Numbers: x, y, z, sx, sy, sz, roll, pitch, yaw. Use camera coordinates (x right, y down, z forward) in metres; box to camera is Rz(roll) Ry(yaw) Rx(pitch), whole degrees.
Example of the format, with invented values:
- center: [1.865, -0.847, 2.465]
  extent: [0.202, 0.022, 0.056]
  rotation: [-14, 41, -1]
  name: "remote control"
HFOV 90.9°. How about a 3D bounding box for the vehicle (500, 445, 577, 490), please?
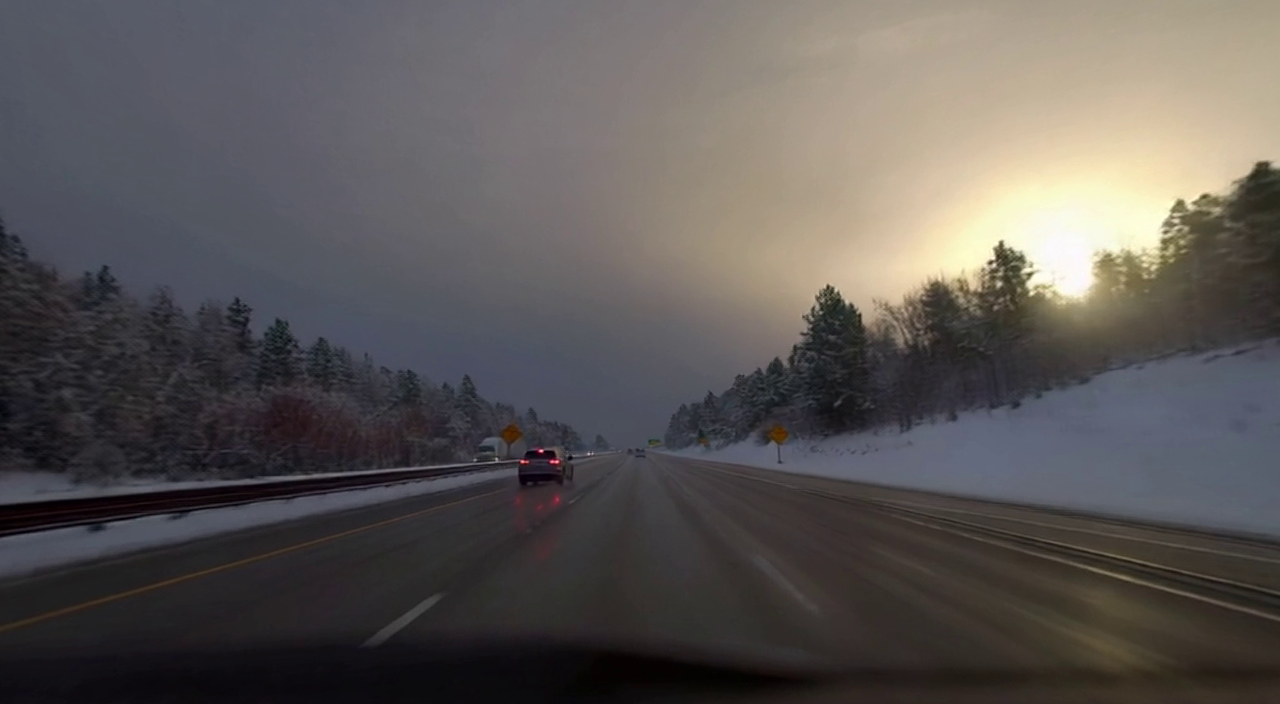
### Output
- center: [-3.631, 4.244, 23.476]
  extent: [2.054, 1.475, 4.708]
  rotation: [0, -9, 0]
  name: "vehicle"
